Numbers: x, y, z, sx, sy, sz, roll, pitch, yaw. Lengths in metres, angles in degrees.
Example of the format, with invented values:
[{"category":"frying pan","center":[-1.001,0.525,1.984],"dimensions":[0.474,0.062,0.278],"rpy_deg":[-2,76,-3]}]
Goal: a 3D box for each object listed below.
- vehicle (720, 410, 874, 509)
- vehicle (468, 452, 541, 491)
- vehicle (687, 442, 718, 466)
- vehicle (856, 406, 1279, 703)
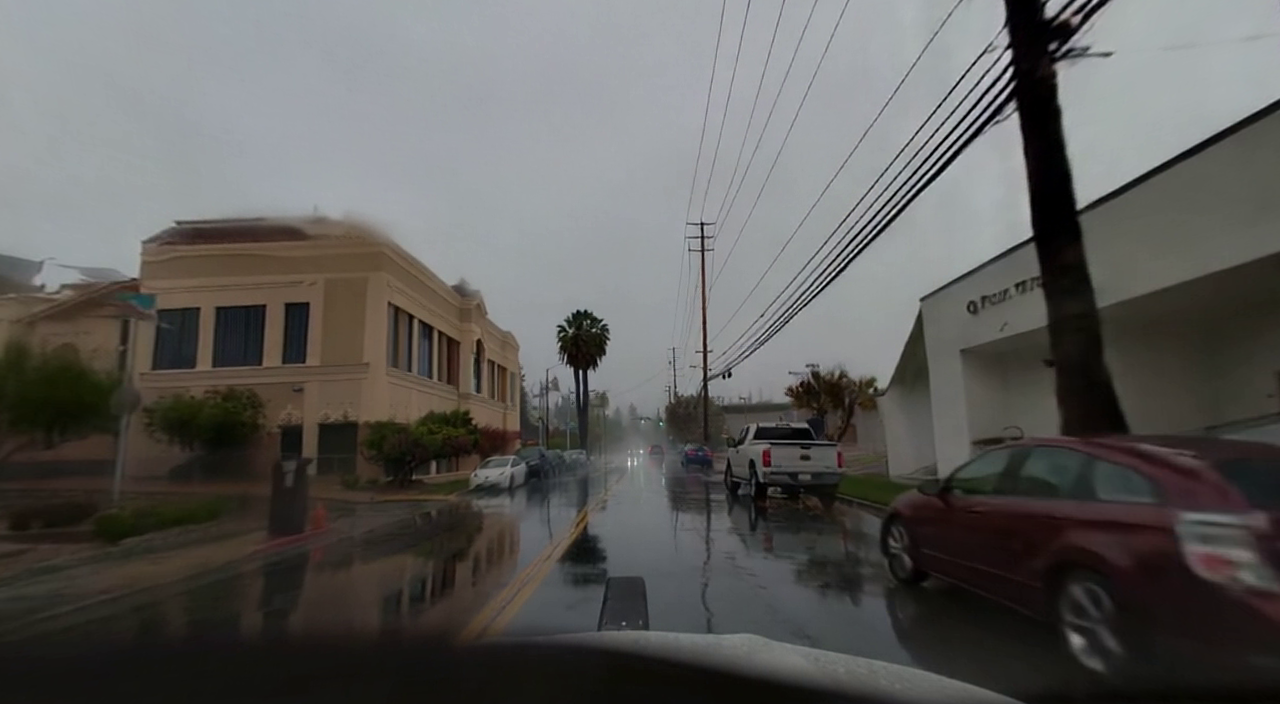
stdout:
[{"category":"vehicle","center":[3.800,2.782,16.764],"dimensions":[2.485,2.123,6.029],"rpy_deg":[0,-8,0]},{"category":"vehicle","center":[-5.661,5.012,26.895],"dimensions":[1.982,1.453,4.577],"rpy_deg":[-1,-8,2]},{"category":"vehicle","center":[4.384,7.266,45.172],"dimensions":[1.948,1.607,4.873],"rpy_deg":[-1,-8,3]},{"category":"vehicle","center":[3.545,1.287,4.628],"dimensions":[2.060,1.513,4.741],"rpy_deg":[0,-8,-2]}]
